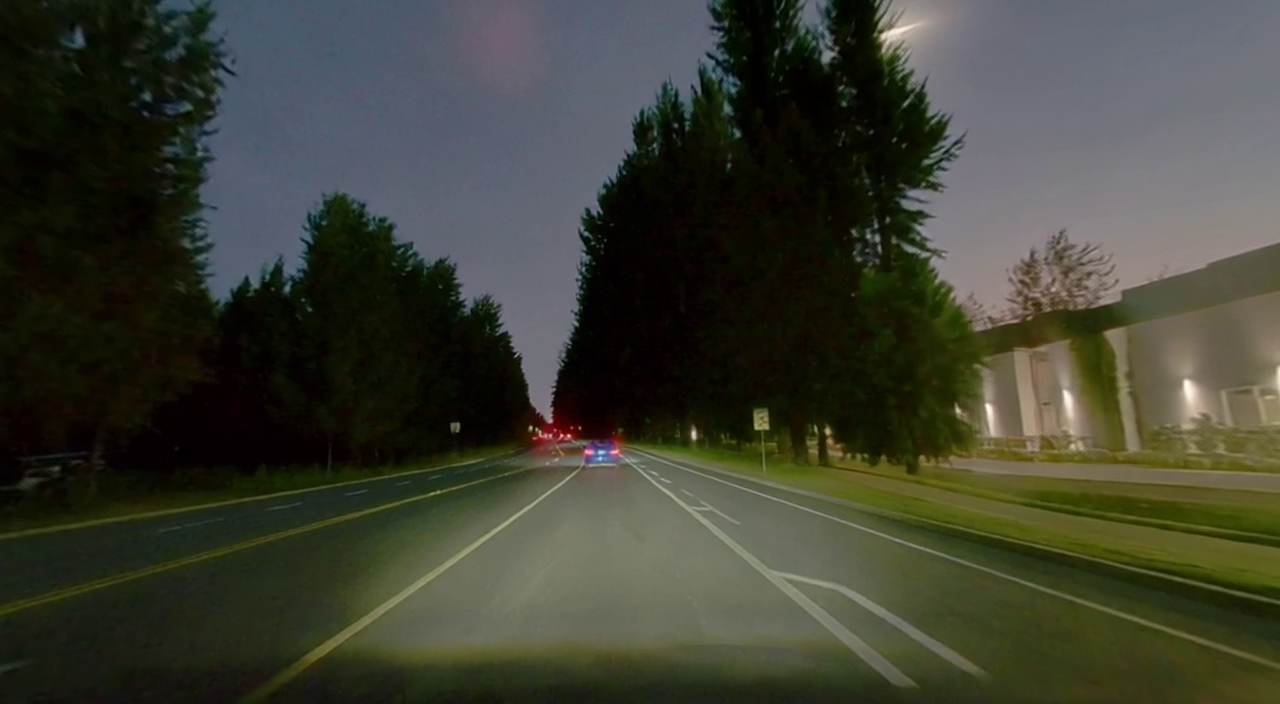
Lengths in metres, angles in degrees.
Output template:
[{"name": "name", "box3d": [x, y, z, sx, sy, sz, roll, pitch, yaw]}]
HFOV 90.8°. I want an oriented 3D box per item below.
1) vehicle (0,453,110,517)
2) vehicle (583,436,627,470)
[{"name": "vehicle", "box3d": [-23.120, 4.952, 24.121, 2.076, 2.085, 5.241, 2, -9, -13]}, {"name": "vehicle", "box3d": [-1.856, 5.455, 34.128, 2.216, 1.708, 4.110, 0, -8, -3]}]
